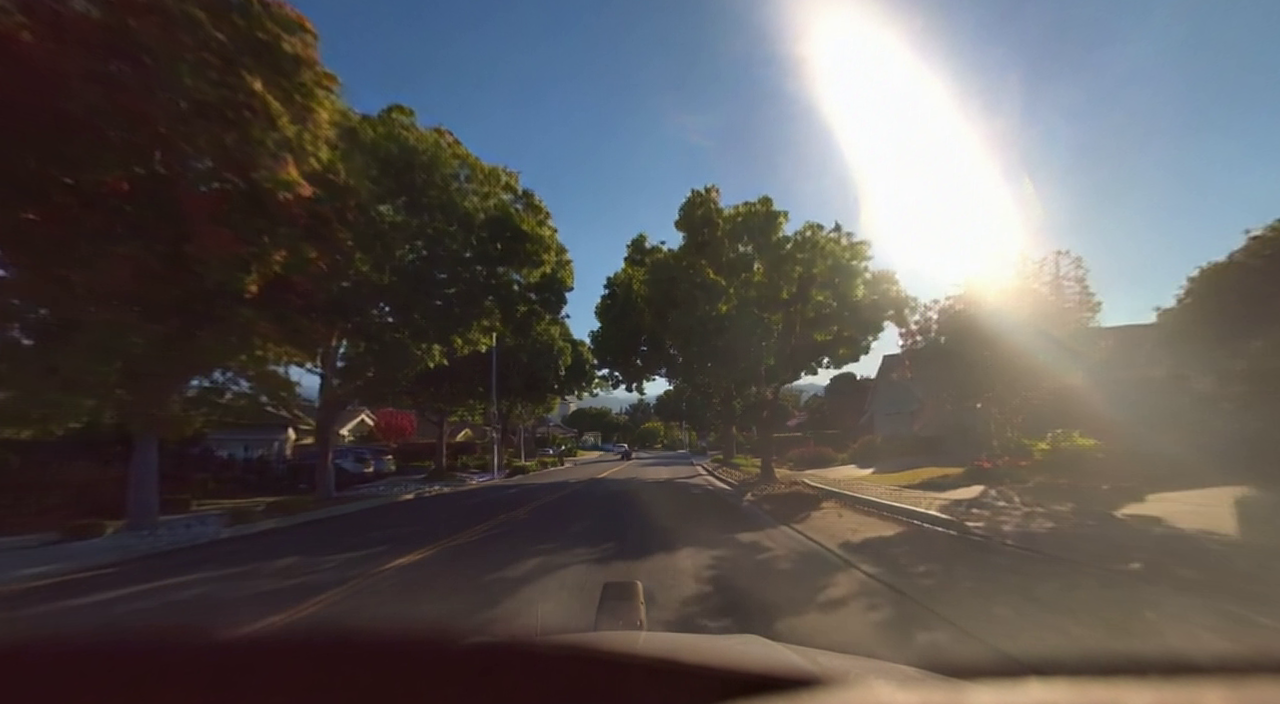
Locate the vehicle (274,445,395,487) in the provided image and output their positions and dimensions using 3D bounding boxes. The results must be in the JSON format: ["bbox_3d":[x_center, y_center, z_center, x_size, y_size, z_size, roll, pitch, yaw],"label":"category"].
[{"bbox_3d":[-13.589,5.082,28.347,4.370,1.761,1.901,1,-9,-6],"label":"vehicle"}]
